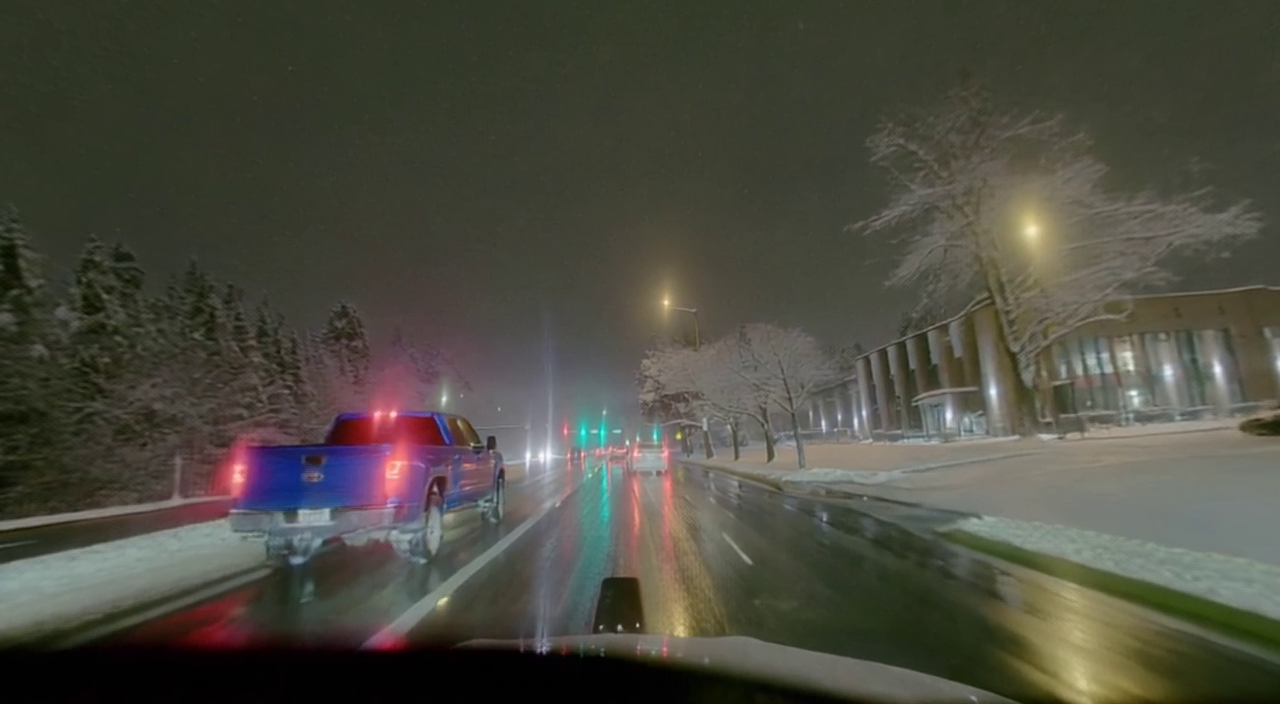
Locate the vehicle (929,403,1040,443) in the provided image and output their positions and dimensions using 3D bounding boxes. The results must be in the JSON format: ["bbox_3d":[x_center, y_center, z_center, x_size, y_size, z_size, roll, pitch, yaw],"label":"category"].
[{"bbox_3d":[22.268,4.676,41.005,6.027,2.377,2.245,-4,-10,26],"label":"vehicle"}]

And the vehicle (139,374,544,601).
[{"bbox_3d":[-3.088,1.618,8.500,2.512,1.992,5.725,0,-9,2],"label":"vehicle"}]

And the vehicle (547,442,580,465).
[{"bbox_3d":[-5.126,6.791,42.292,2.018,1.458,4.350,1,-9,-7],"label":"vehicle"}]

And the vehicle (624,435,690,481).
[{"bbox_3d":[0.517,3.905,23.394,2.142,1.528,4.133,0,-9,-3],"label":"vehicle"}]
